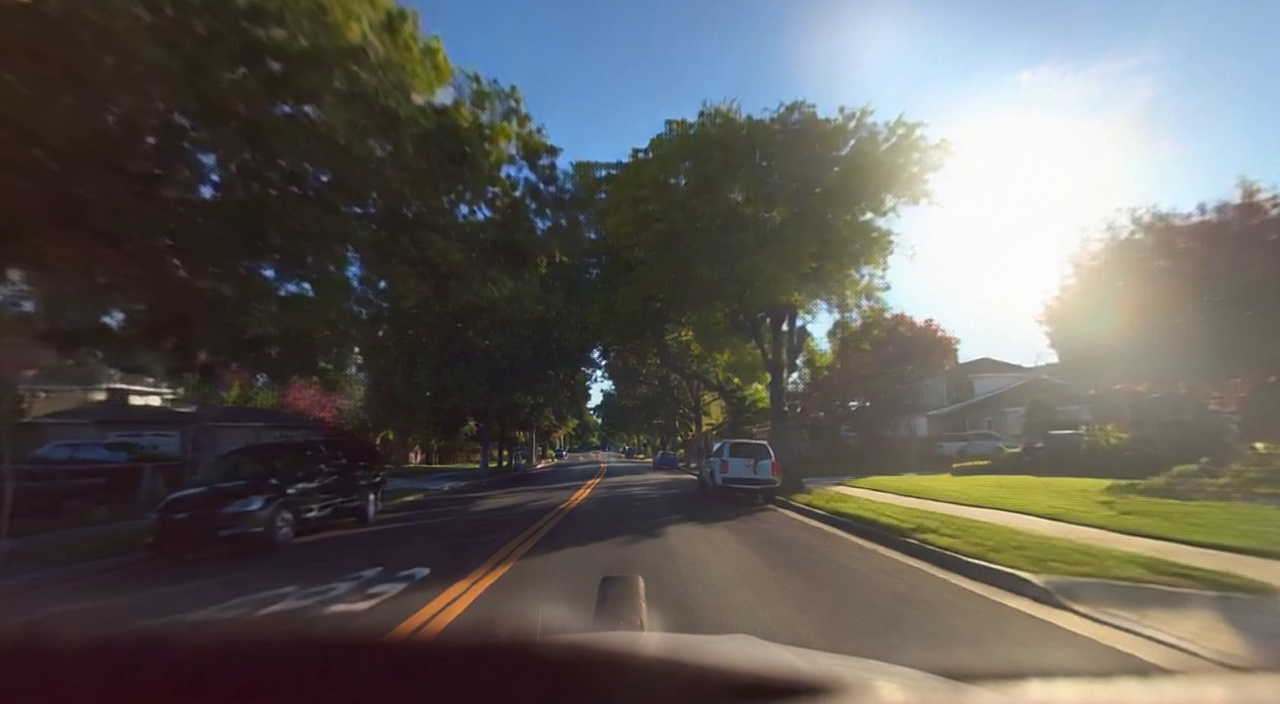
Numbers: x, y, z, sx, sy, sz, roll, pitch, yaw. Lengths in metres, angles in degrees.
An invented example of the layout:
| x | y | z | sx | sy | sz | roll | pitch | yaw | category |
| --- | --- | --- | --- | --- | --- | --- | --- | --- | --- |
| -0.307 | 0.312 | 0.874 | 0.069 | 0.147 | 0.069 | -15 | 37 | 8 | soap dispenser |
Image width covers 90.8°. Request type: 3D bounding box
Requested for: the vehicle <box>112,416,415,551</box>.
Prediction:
| x | y | z | sx | sy | sz | roll | pitch | yaw | category |
| --- | --- | --- | --- | --- | --- | --- | --- | --- | --- |
| -6.123 | 2.245 | 11.442 | 2.102 | 1.801 | 5.574 | -1 | -9 | -1 | vehicle |

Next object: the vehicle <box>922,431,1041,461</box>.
| x | y | z | sx | sy | sz | roll | pitch | yaw | category |
| --- | --- | --- | --- | --- | --- | --- | --- | --- | --- |
| 16.243 | 4.482 | 30.213 | 4.560 | 1.350 | 1.882 | -1 | -8 | 3 | vehicle |

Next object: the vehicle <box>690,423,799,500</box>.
| x | y | z | sx | sy | sz | roll | pitch | yaw | category |
| --- | --- | --- | --- | --- | --- | --- | --- | --- | --- |
| 2.532 | 2.794 | 16.511 | 2.007 | 1.702 | 4.430 | 0 | -8 | -1 | vehicle |

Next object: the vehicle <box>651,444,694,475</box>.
| x | y | z | sx | sy | sz | roll | pitch | yaw | category |
| --- | --- | --- | --- | --- | --- | --- | --- | --- | --- |
| 1.756 | 6.041 | 35.728 | 1.988 | 1.618 | 4.567 | 0 | -8 | -3 | vehicle |
